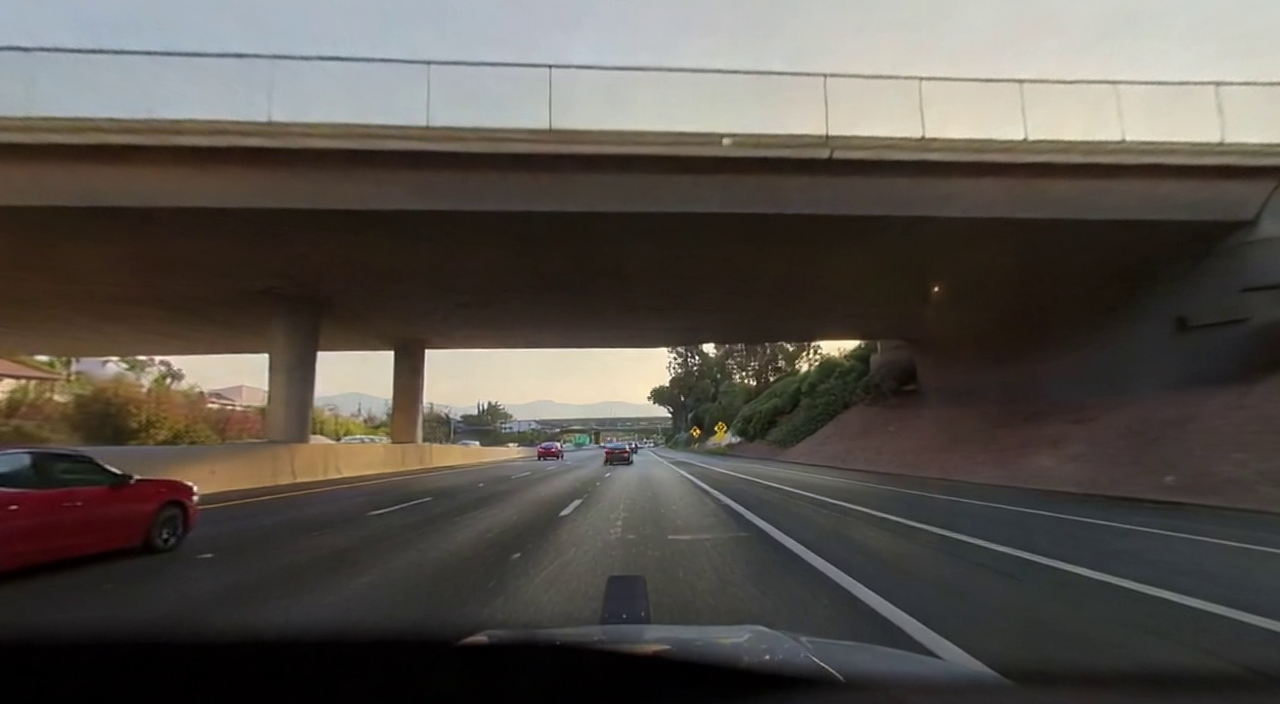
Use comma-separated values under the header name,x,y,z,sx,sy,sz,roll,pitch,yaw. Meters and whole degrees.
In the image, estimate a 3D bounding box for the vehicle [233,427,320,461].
name,x,y,z,sx,sy,sz,roll,pitch,yaw
vehicle,-19.980,5.117,34.929,2.109,1.744,4.556,0,-8,-1

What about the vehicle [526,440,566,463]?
name,x,y,z,sx,sy,sz,roll,pitch,yaw
vehicle,-6.688,7.166,45.460,2.069,1.551,4.830,0,-8,1

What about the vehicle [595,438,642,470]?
name,x,y,z,sx,sy,sz,roll,pitch,yaw
vehicle,-1.094,5.612,34.763,2.210,1.628,4.586,-1,-8,3

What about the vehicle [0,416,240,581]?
name,x,y,z,sx,sy,sz,roll,pitch,yaw
vehicle,-7.210,1.546,6.984,2.235,1.554,4.976,0,-8,1
